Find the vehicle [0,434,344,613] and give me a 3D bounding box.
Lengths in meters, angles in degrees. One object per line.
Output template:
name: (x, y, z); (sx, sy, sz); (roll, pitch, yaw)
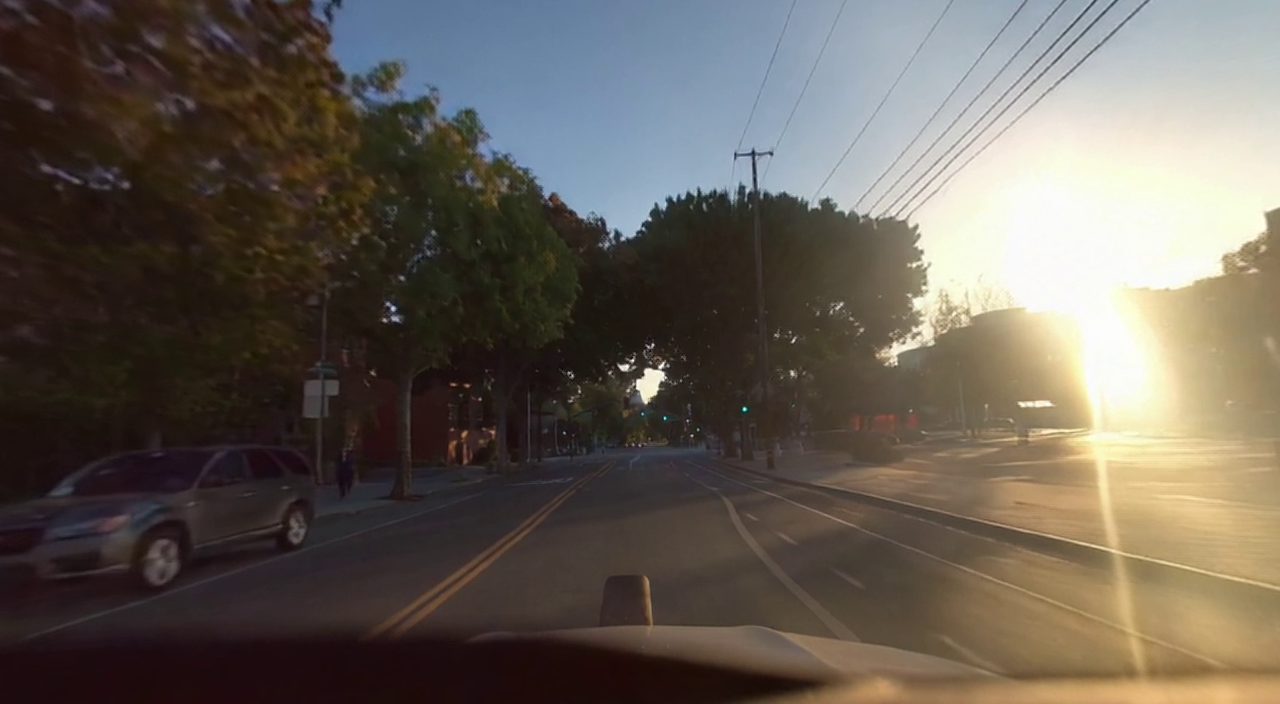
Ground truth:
vehicle: (-6.325, 2.009, 8.617); (2.147, 1.701, 4.879); (0, -8, 1)
